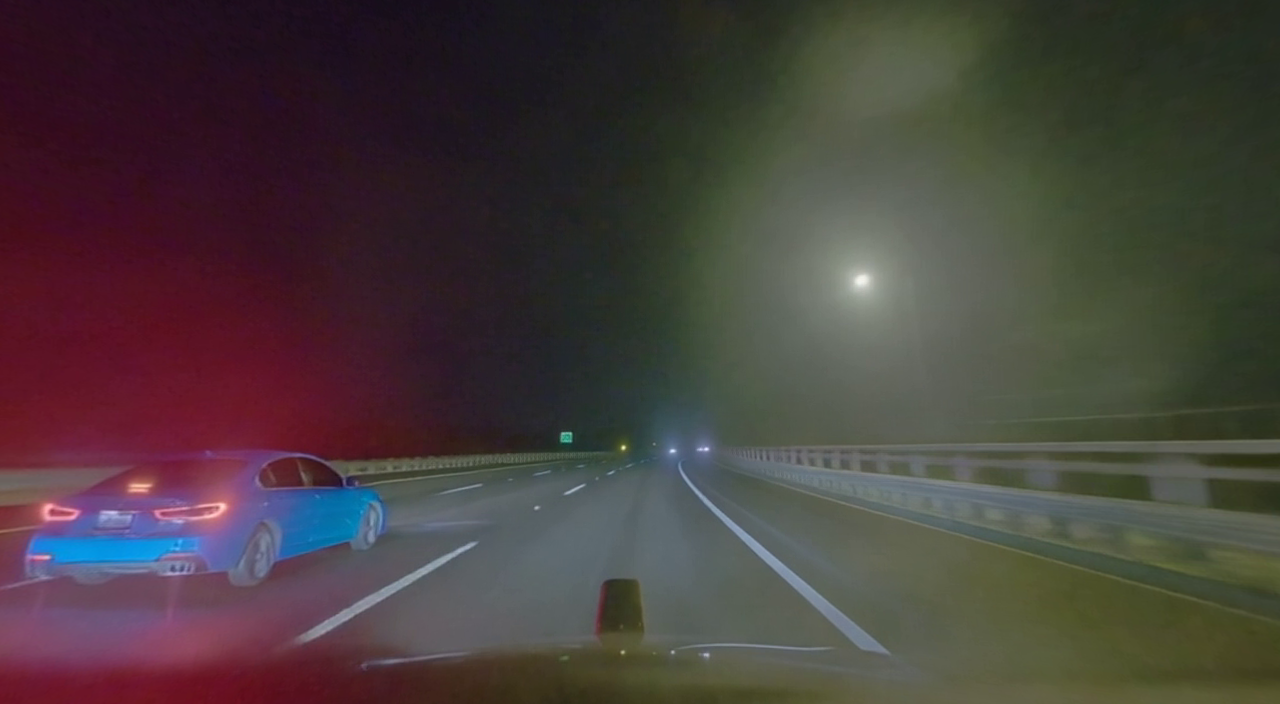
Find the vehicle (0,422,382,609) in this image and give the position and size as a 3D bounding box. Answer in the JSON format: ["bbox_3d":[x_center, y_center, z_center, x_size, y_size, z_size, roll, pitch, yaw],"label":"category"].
[{"bbox_3d":[-4.682,1.622,7.086,1.928,1.504,3.745,0,-9,1],"label":"vehicle"}]
